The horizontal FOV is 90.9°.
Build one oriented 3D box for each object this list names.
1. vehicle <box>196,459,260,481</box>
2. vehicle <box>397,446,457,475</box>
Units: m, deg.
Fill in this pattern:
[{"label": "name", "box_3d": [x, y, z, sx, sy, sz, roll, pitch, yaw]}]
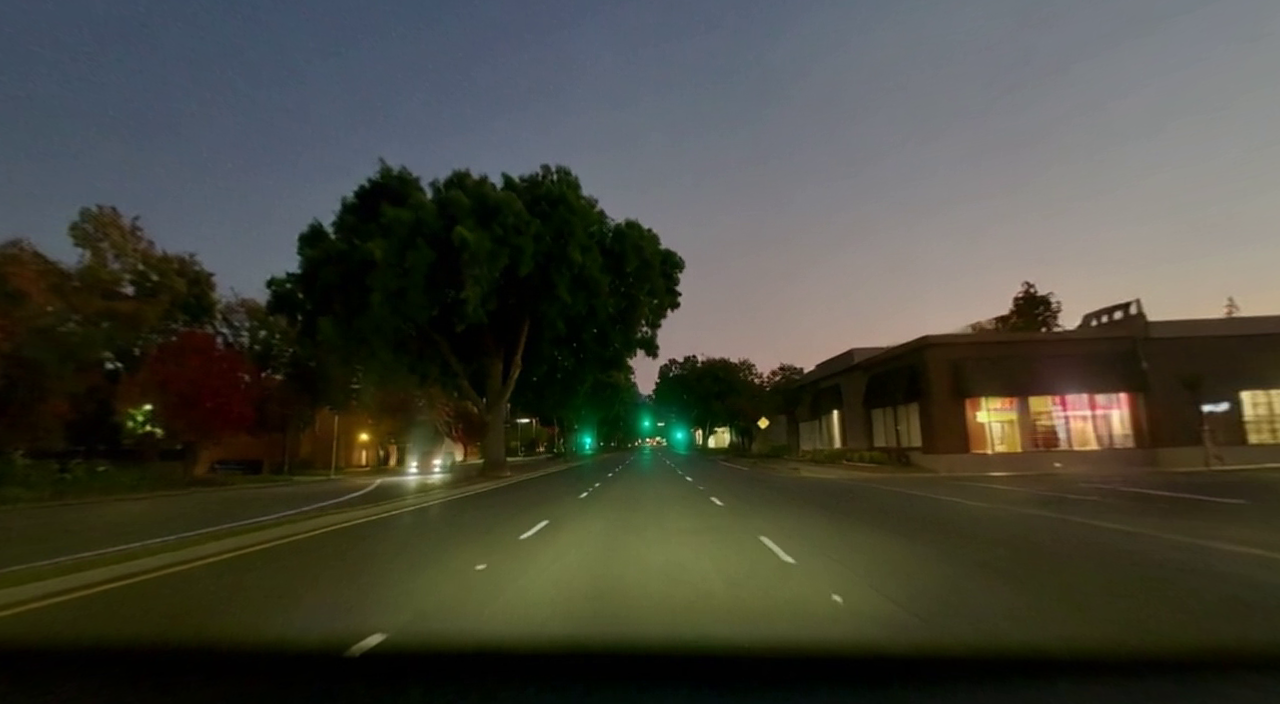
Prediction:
[{"label": "vehicle", "box_3d": [-31.698, 9.079, 48.672, 1.876, 1.470, 4.706, 0, -8, -2]}, {"label": "vehicle", "box_3d": [-12.119, 6.181, 36.194, 1.882, 1.541, 4.280, 0, -8, 1]}]
